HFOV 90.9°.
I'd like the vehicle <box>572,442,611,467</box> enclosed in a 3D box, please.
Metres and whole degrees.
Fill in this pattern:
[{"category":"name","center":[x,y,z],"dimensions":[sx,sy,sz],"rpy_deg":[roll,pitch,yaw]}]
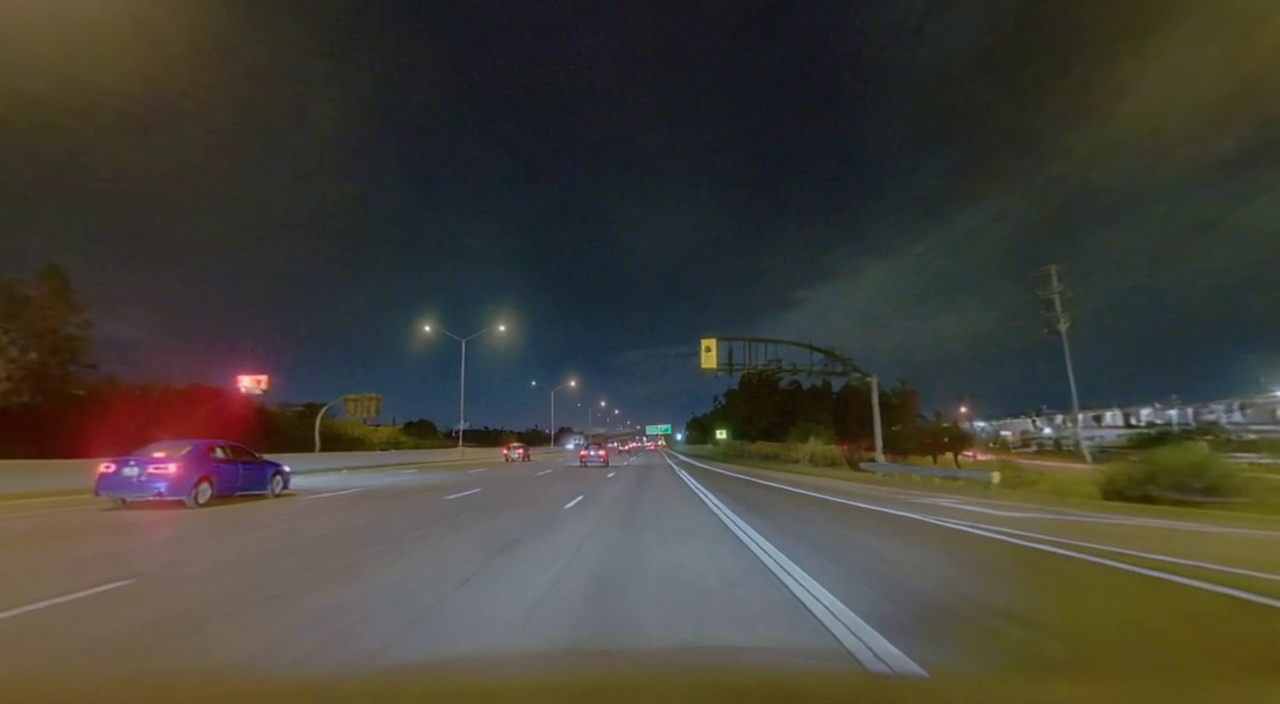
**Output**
[{"category":"vehicle","center":[-2.944,6.364,39.330],"dimensions":[2.050,1.479,4.342],"rpy_deg":[0,-8,1]}]

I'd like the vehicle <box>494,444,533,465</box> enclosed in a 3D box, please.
[{"category":"vehicle","center":[-9.358,7.573,46.945],"dimensions":[1.930,1.490,3.955],"rpy_deg":[0,-8,2]}]

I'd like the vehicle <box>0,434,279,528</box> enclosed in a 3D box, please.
[{"category":"vehicle","center":[-9.837,2.484,12.832],"dimensions":[2.002,1.526,4.822],"rpy_deg":[0,-8,2]}]
